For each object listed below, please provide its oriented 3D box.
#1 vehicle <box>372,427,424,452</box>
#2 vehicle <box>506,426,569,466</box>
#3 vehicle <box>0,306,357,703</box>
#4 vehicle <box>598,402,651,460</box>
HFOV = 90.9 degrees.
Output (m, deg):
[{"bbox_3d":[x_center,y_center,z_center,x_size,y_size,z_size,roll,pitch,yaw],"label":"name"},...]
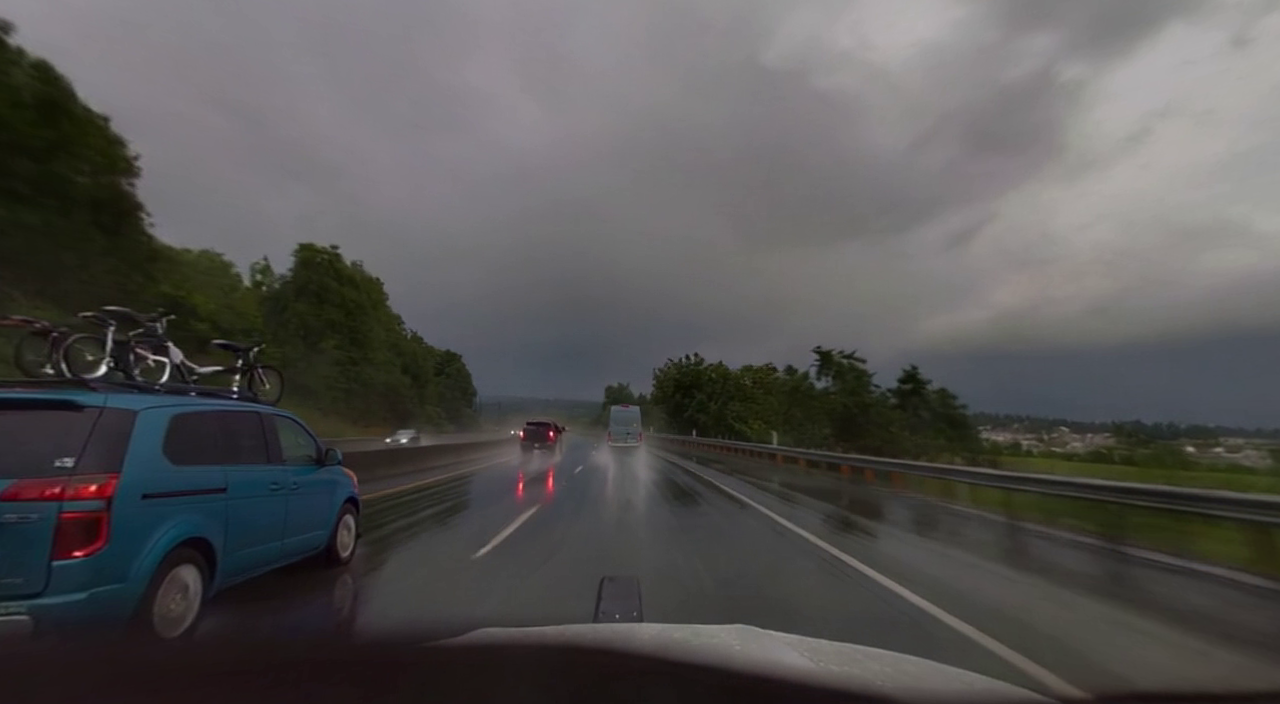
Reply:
[{"bbox_3d":[-17.417,6.331,45.631,1.896,1.674,4.911,0,-8,-1],"label":"vehicle"},{"bbox_3d":[-4.434,4.139,28.041,2.110,1.636,4.453,0,-8,-1],"label":"vehicle"},{"bbox_3d":[-3.672,0.830,3.545,2.069,1.751,4.720,0,-8,-2],"label":"vehicle"},{"bbox_3d":[-0.905,4.380,34.710,2.647,2.896,6.480,0,-8,-2],"label":"vehicle"}]
